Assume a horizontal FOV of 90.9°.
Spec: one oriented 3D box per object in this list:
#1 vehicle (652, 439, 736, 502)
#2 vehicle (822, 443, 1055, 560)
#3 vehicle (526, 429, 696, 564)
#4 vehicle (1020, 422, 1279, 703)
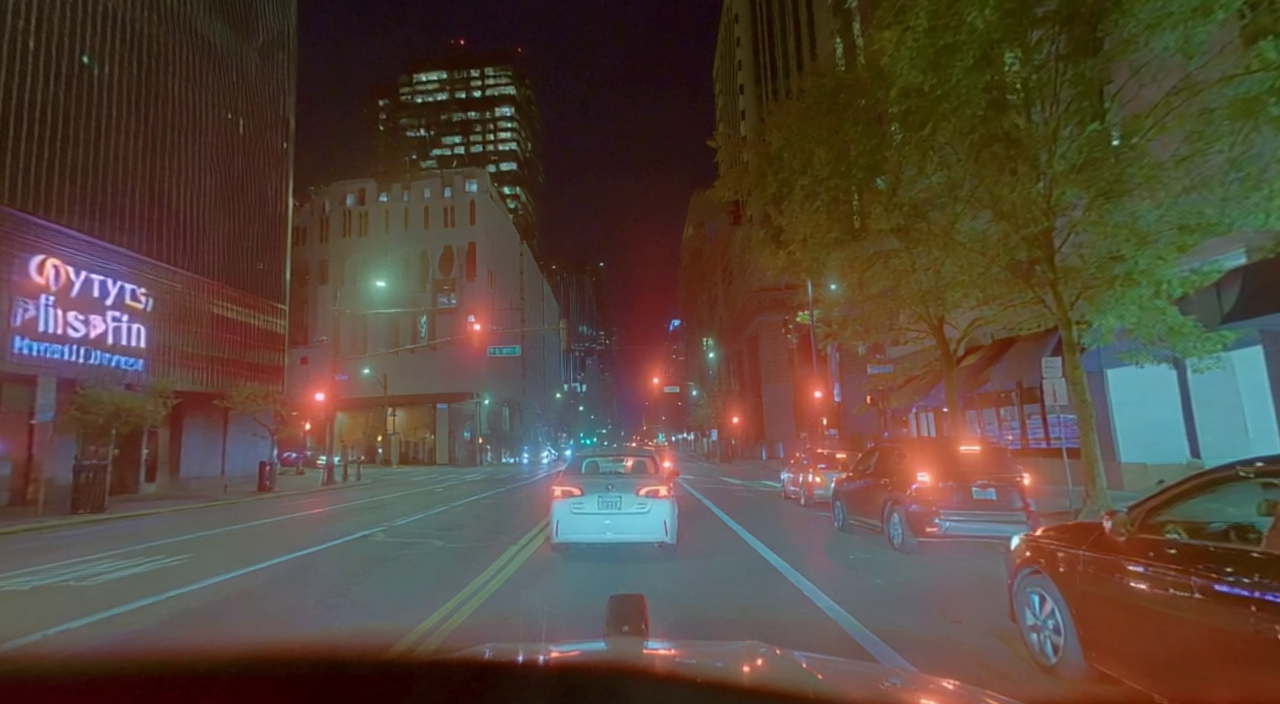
[{"bbox_3d":[1.469,3.142,17.149,2.006,1.495,3.952,-1,-8,5],"label":"vehicle"},{"bbox_3d":[4.593,2.300,10.643,1.912,1.505,4.618,-1,-8,4],"label":"vehicle"},{"bbox_3d":[-0.401,1.886,8.950,1.888,1.489,3.703,0,-8,-3],"label":"vehicle"},{"bbox_3d":[3.180,0.829,1.103,2.006,1.496,4.767,0,-9,-1],"label":"vehicle"}]
